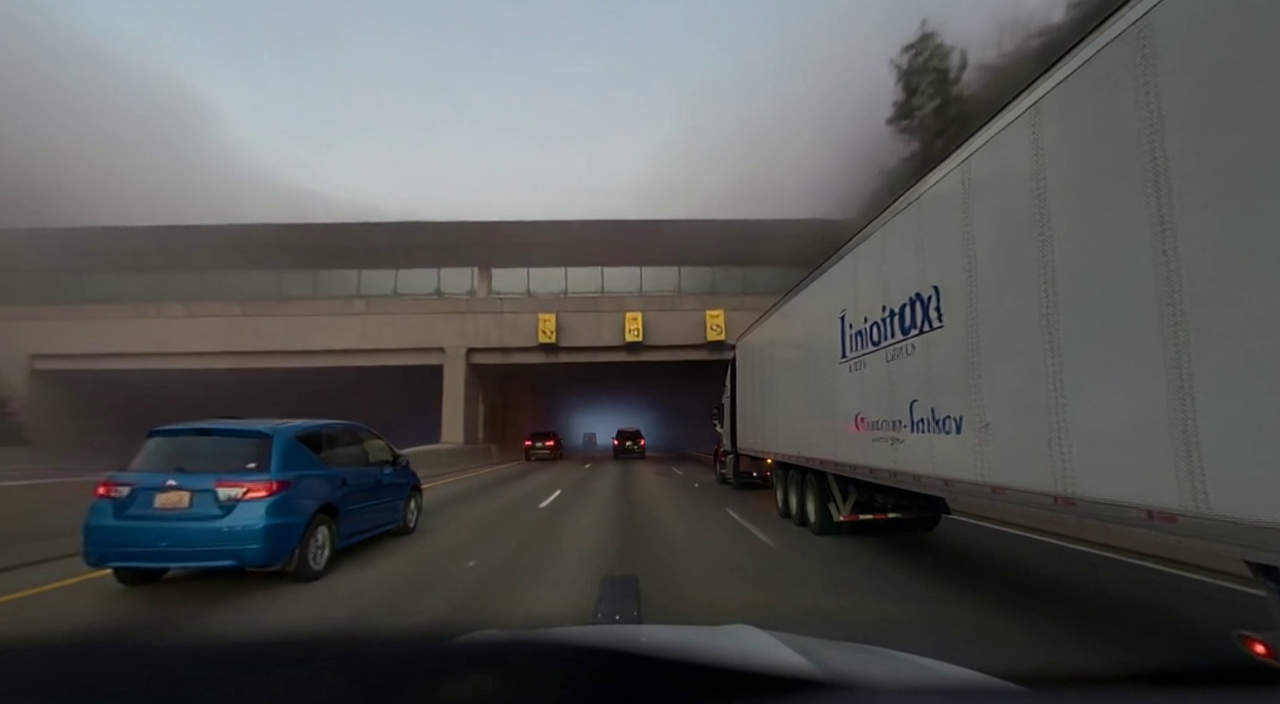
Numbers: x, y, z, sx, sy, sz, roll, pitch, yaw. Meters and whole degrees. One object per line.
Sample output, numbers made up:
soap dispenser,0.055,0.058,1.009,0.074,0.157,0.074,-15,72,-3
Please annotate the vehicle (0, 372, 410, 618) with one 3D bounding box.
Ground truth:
vehicle,-3.595,1.182,5.892,1.826,1.695,2.870,0,-8,-1

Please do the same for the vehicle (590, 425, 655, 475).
vehicle,-0.610,3.425,22.231,2.094,1.600,3.666,0,-8,-1

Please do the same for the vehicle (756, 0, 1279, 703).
vehicle,3.960,0.005,5.717,2.842,4.108,14.081,0,-8,-1

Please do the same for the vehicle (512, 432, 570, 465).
vehicle,-4.516,4.464,29.395,2.019,1.435,4.317,0,-8,-1
